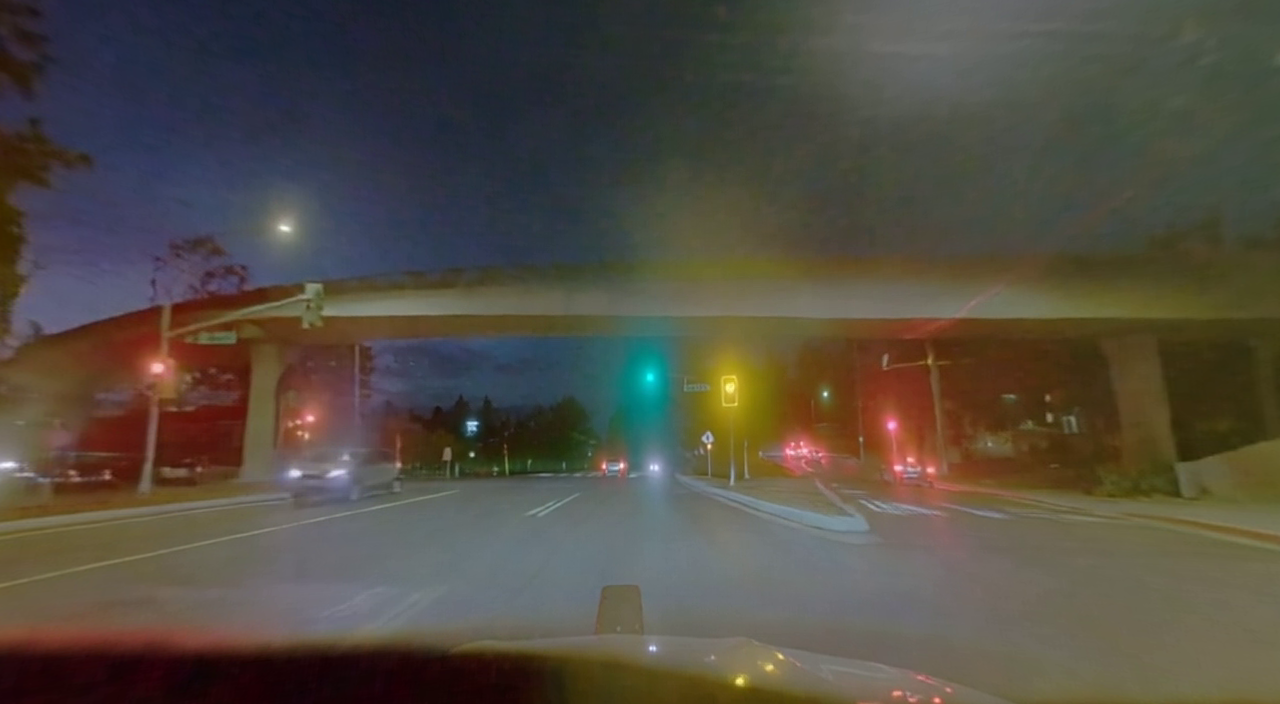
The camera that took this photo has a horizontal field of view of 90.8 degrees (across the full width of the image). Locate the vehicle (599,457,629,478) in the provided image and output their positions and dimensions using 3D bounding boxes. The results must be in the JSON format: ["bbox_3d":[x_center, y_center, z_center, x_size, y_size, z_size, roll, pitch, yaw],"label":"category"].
[{"bbox_3d":[-1.986,9.055,49.680,1.997,1.542,4.202,-1,-8,3],"label":"vehicle"}]

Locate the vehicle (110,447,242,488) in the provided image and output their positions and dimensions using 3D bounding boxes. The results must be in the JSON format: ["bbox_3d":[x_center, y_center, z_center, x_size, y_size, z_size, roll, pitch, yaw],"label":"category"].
[{"bbox_3d":[-19.494,4.833,26.717,3.877,1.623,2.049,1,-9,-8],"label":"vehicle"}]

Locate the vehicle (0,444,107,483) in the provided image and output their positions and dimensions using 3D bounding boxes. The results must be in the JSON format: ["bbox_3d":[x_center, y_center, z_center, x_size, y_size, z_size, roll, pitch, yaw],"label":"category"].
[{"bbox_3d":[-28.486,5.326,30.505,4.598,1.765,1.955,-3,-9,19],"label":"vehicle"}]

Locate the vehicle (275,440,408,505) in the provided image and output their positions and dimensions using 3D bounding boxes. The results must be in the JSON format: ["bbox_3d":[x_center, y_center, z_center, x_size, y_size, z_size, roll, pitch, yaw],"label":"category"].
[{"bbox_3d":[-8.484,3.433,18.429,1.886,1.654,4.037,0,-8,0],"label":"vehicle"}]
